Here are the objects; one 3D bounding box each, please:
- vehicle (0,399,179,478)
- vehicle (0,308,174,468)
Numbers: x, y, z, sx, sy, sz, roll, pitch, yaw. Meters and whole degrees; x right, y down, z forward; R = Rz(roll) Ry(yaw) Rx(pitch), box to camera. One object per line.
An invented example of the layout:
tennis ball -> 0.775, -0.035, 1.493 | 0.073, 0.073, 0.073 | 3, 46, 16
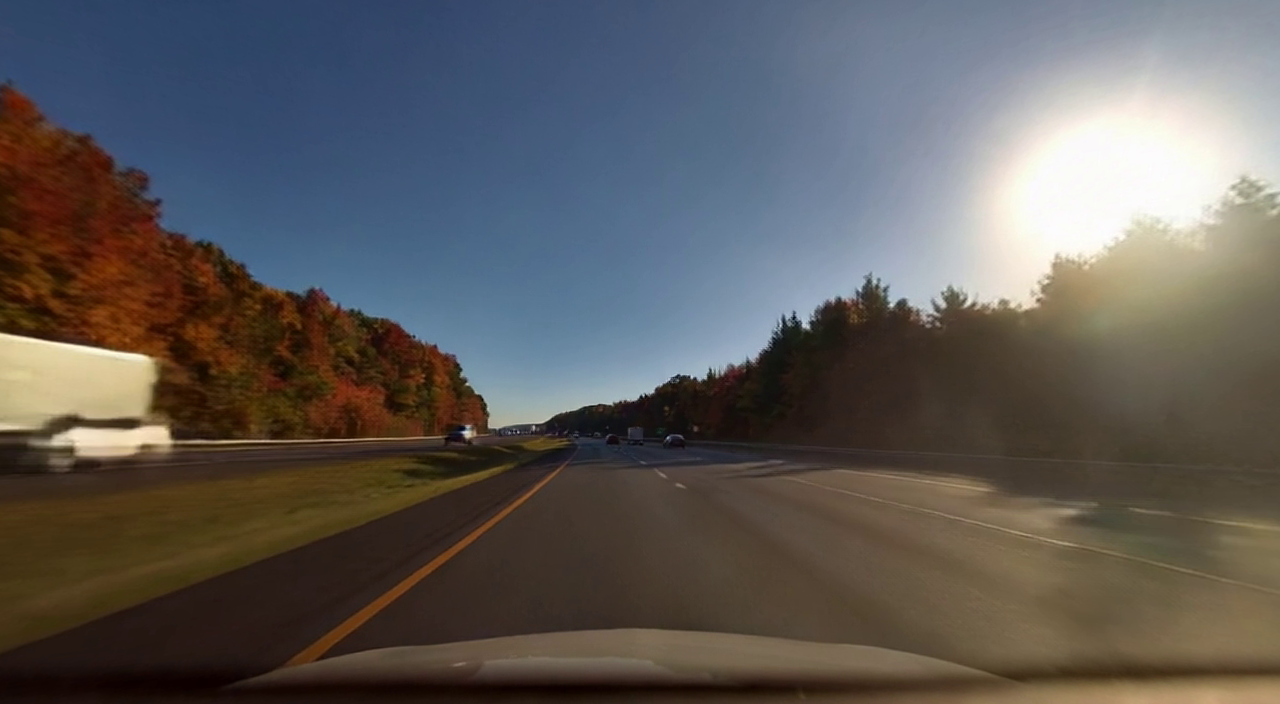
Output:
vehicle -> -13.507, 2.018, 14.749 | 1.926, 1.561, 4.710 | 0, -8, -2
vehicle -> -18.031, 0.834, 15.477 | 2.967, 4.106, 14.224 | 0, -8, -3
